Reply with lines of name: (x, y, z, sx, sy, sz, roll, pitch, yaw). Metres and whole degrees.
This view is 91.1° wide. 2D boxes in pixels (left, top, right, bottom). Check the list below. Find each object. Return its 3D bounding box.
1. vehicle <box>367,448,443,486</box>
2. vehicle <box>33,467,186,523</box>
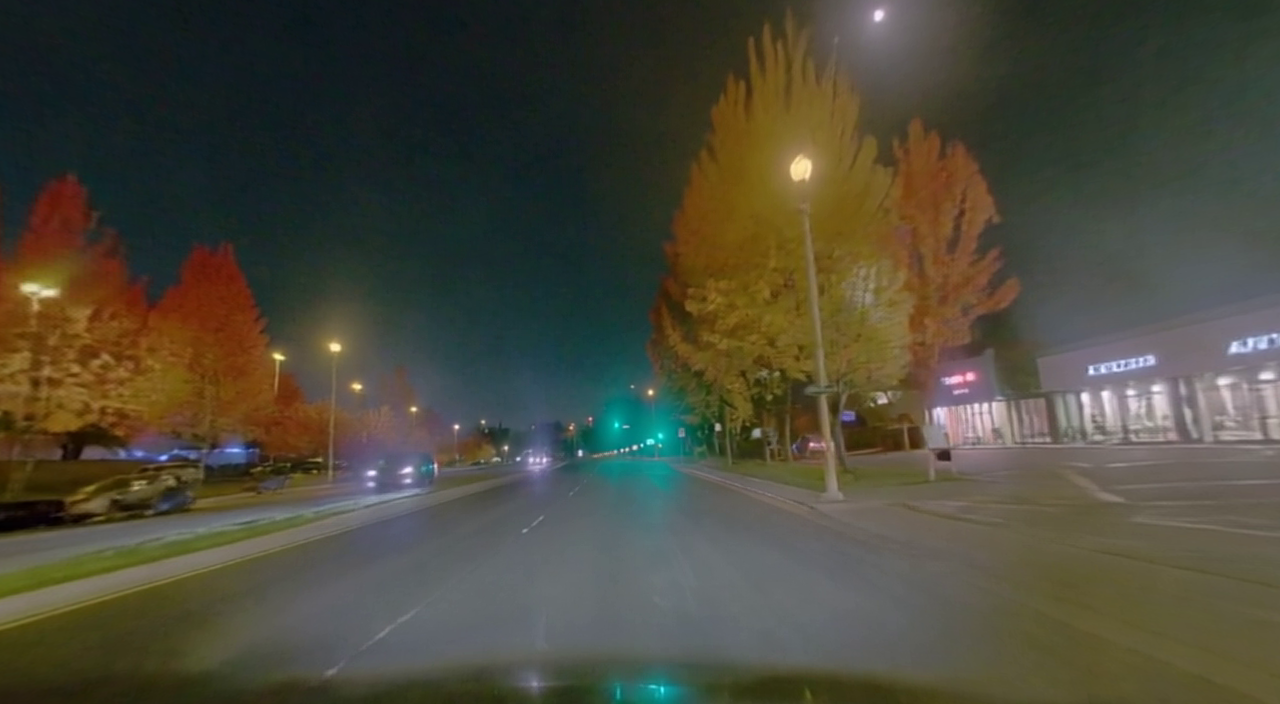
vehicle: (-11.725, 5.754, 31.761, 2.075, 1.765, 4.684, 0, -9, -1)
vehicle: (-18.229, 4.880, 21.872, 1.896, 1.495, 4.108, -4, -9, -2)
